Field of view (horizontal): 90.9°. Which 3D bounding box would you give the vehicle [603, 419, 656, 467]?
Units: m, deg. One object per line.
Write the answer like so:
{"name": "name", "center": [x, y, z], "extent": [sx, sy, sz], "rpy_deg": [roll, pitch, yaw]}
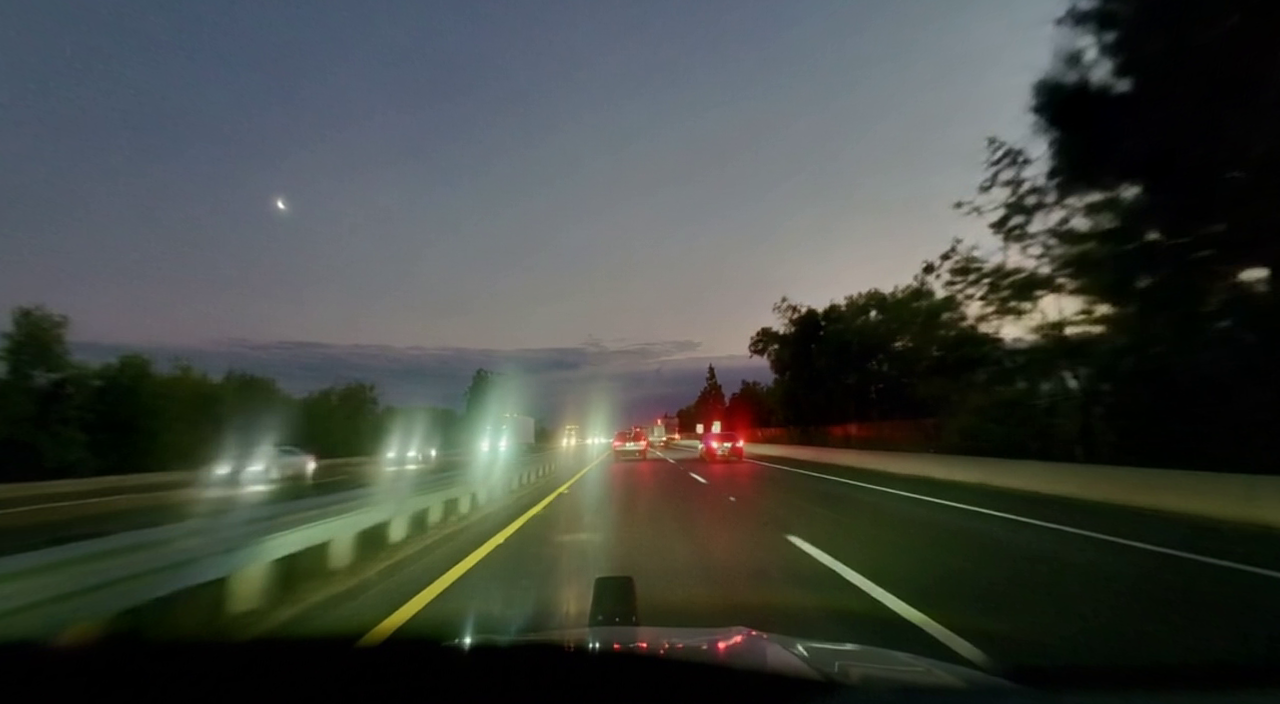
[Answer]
{"name": "vehicle", "center": [-0.515, 4.216, 29.359], "extent": [2.270, 2.044, 4.633], "rpy_deg": [0, -8, -1]}

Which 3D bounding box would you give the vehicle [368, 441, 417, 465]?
{"name": "vehicle", "center": [-17.120, 7.013, 43.780], "extent": [1.859, 1.540, 4.165], "rpy_deg": [0, -8, -2]}

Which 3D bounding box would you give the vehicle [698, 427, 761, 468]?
{"name": "vehicle", "center": [3.727, 4.040, 26.875], "extent": [1.981, 1.606, 3.956], "rpy_deg": [0, -8, -2]}

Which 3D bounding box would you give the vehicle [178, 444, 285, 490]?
{"name": "vehicle", "center": [-15.178, 4.244, 23.641], "extent": [1.764, 1.465, 3.584], "rpy_deg": [-1, -8, -3]}
